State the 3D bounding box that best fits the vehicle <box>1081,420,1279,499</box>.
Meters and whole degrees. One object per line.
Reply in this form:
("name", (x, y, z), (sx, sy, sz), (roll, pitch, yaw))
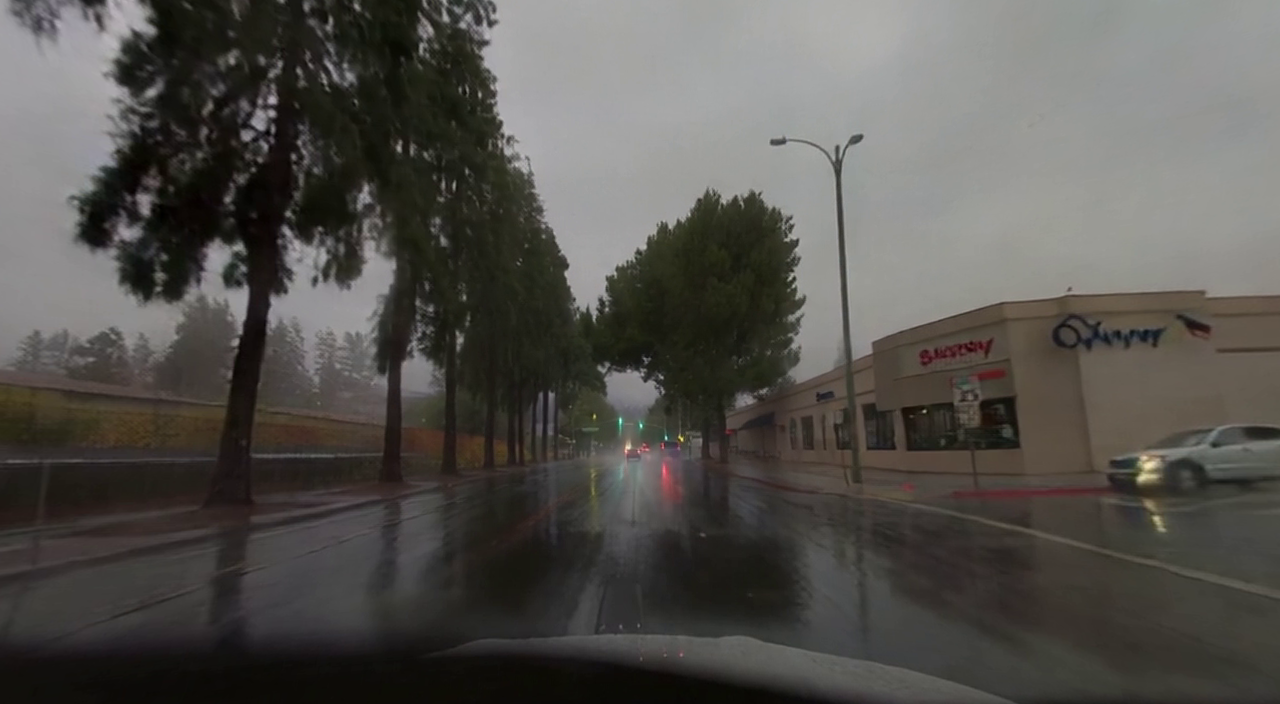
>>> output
("vehicle", (11.828, 2.140, 12.697), (4.404, 1.445, 1.844), (-1, -9, 7))
